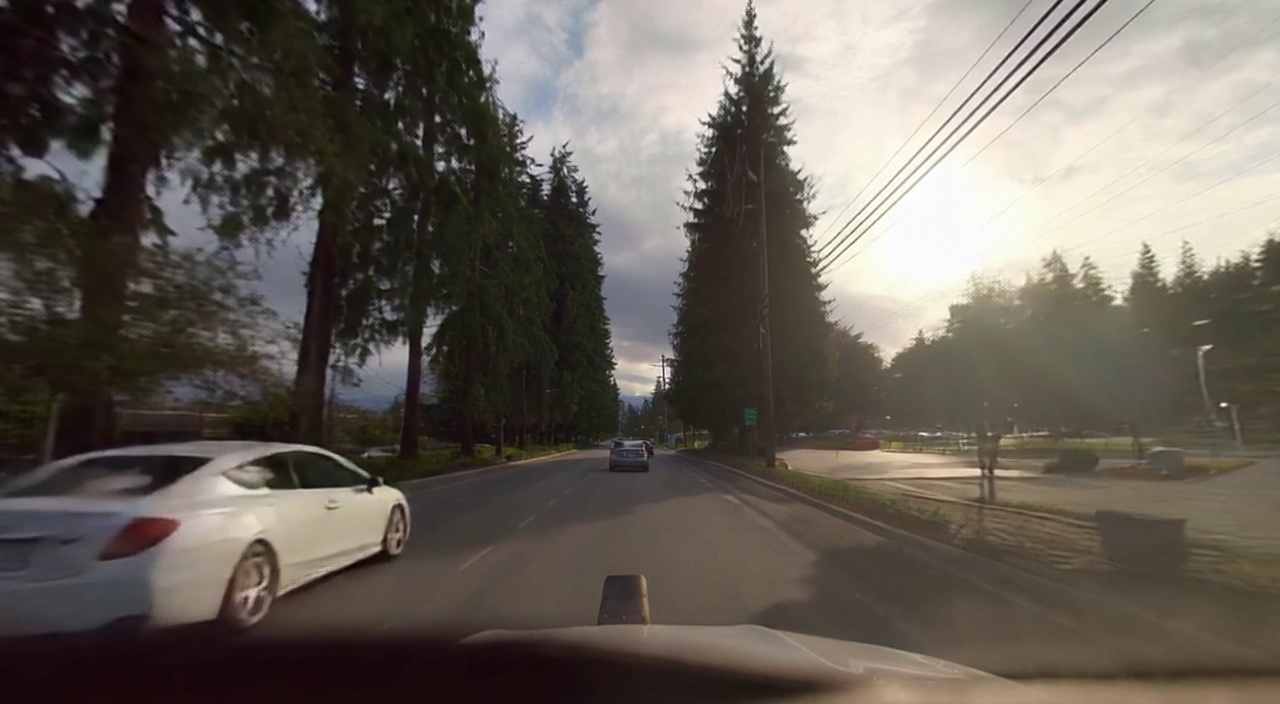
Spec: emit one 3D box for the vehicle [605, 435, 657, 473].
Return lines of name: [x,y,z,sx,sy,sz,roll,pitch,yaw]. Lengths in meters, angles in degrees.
vehicle: [-0.357,4.245,26.357,1.991,1.463,3.988,0,-9,0]
